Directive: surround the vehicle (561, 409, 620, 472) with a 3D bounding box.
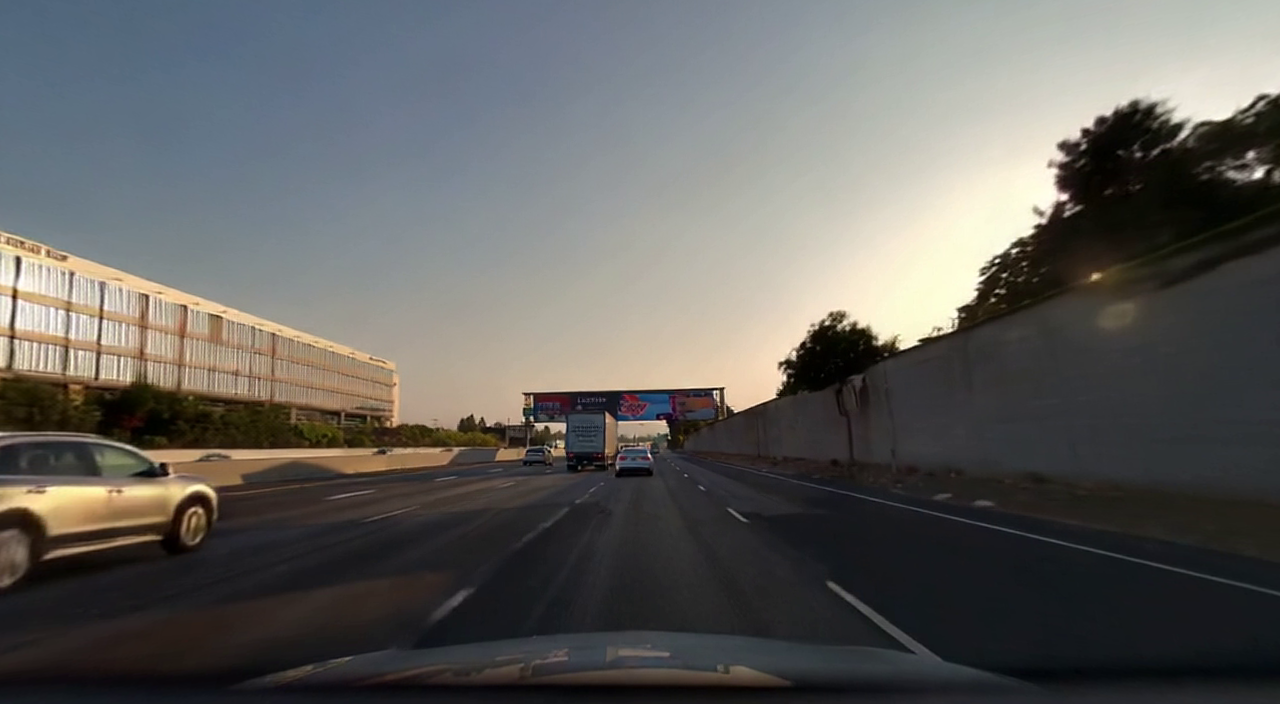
[{"bbox_3d":[-2.874,5.581,39.386,2.794,3.460,8.595,0,-9,1],"label":"vehicle"}]

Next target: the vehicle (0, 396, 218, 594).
[{"bbox_3d":[-6.972,1.331,5.924,2.401,1.759,5.126,0,-9,0],"label":"vehicle"}]

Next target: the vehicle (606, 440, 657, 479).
[{"bbox_3d":[-0.382,4.839,28.527,2.168,1.597,3.615,0,-9,-1],"label":"vehicle"}]

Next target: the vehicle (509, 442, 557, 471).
[{"bbox_3d":[-6.533,6.435,38.983,2.124,1.674,4.541,0,-9,1],"label":"vehicle"}]
